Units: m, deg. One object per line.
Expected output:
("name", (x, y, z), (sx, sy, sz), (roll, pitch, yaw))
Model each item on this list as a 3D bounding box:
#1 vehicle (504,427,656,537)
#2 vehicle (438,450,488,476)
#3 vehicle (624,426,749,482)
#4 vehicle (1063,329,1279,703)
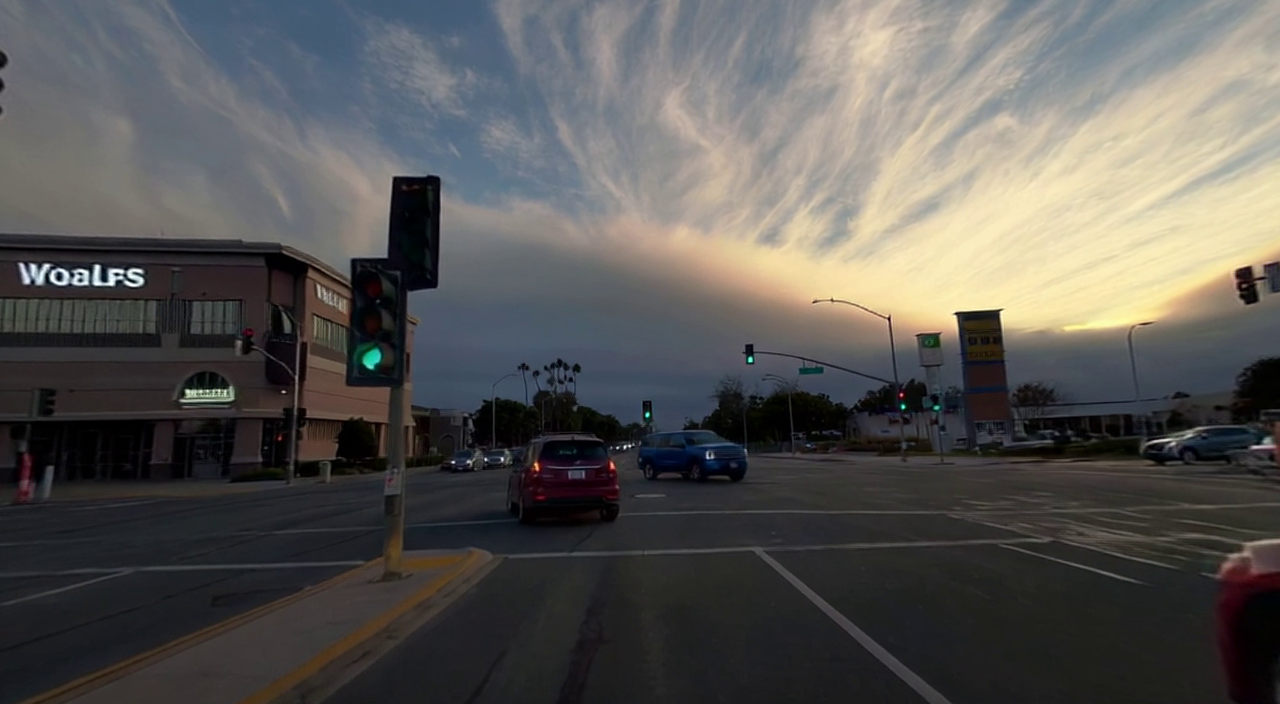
("vehicle", (-1.428, 2.486, 12.805), (2.238, 1.762, 4.445), (2, -9, -16))
("vehicle", (-11.844, 7.455, 42.531), (2.005, 1.596, 4.342), (-1, -9, 1))
("vehicle", (1.888, 4.541, 28.446), (2.708, 2.200, 5.960), (5, -10, -30))
("vehicle", (3.203, 0.581, 0.945), (2.040, 1.674, 4.455), (0, -9, 0))
